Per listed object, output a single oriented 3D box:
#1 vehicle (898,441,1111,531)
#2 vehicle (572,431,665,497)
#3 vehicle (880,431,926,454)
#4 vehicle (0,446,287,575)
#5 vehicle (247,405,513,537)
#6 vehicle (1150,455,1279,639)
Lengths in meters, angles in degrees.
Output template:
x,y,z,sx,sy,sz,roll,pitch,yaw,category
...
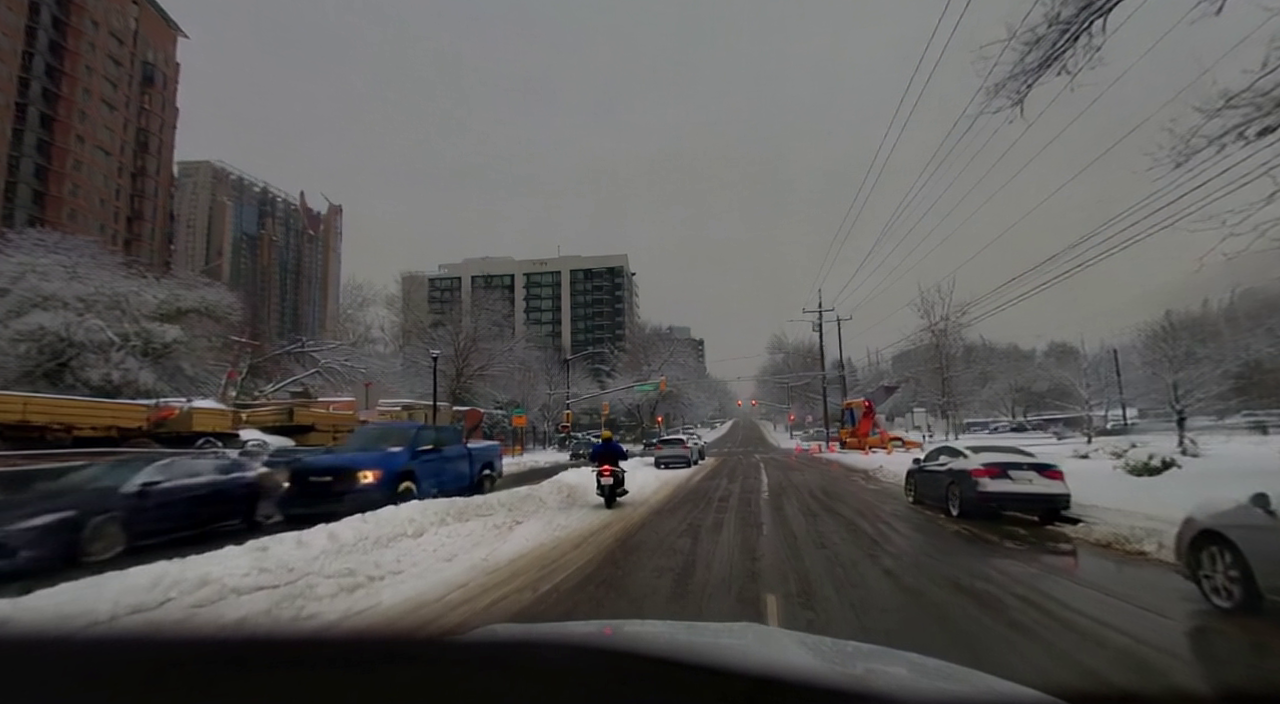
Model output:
x,y,z,sx,sy,sz,roll,pitch,yaw,category
6.940,2.552,12.740,1.973,1.457,4.522,-1,-8,6,vehicle
-0.458,3.076,17.755,1.925,1.602,4.090,-1,-8,8,vehicle
20.540,7.120,49.572,1.918,1.732,4.650,-1,-8,5,vehicle
-7.898,2.163,9.649,1.932,1.429,4.766,-1,-8,5,vehicle
-4.460,2.197,12.356,2.222,1.911,5.988,-1,-8,5,vehicle
5.942,1.331,4.043,1.891,1.442,4.560,-2,-13,6,vehicle
